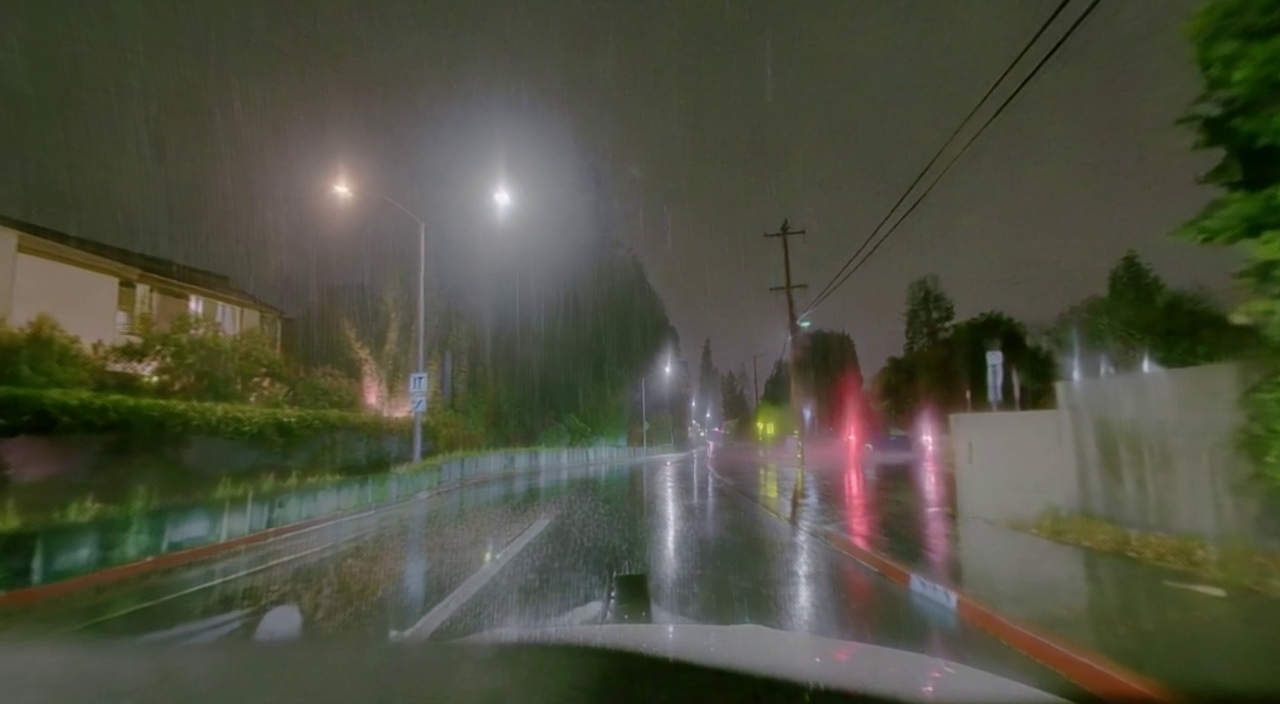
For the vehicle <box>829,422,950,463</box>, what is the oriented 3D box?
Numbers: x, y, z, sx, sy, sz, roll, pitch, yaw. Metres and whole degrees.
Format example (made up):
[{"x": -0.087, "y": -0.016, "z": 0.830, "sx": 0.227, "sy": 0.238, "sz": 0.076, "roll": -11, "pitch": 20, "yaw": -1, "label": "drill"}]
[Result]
[{"x": 11.002, "y": 4.042, "z": 28.119, "sx": 4.614, "sy": 1.764, "sz": 1.860, "roll": -1, "pitch": -8, "yaw": 6, "label": "vehicle"}]
